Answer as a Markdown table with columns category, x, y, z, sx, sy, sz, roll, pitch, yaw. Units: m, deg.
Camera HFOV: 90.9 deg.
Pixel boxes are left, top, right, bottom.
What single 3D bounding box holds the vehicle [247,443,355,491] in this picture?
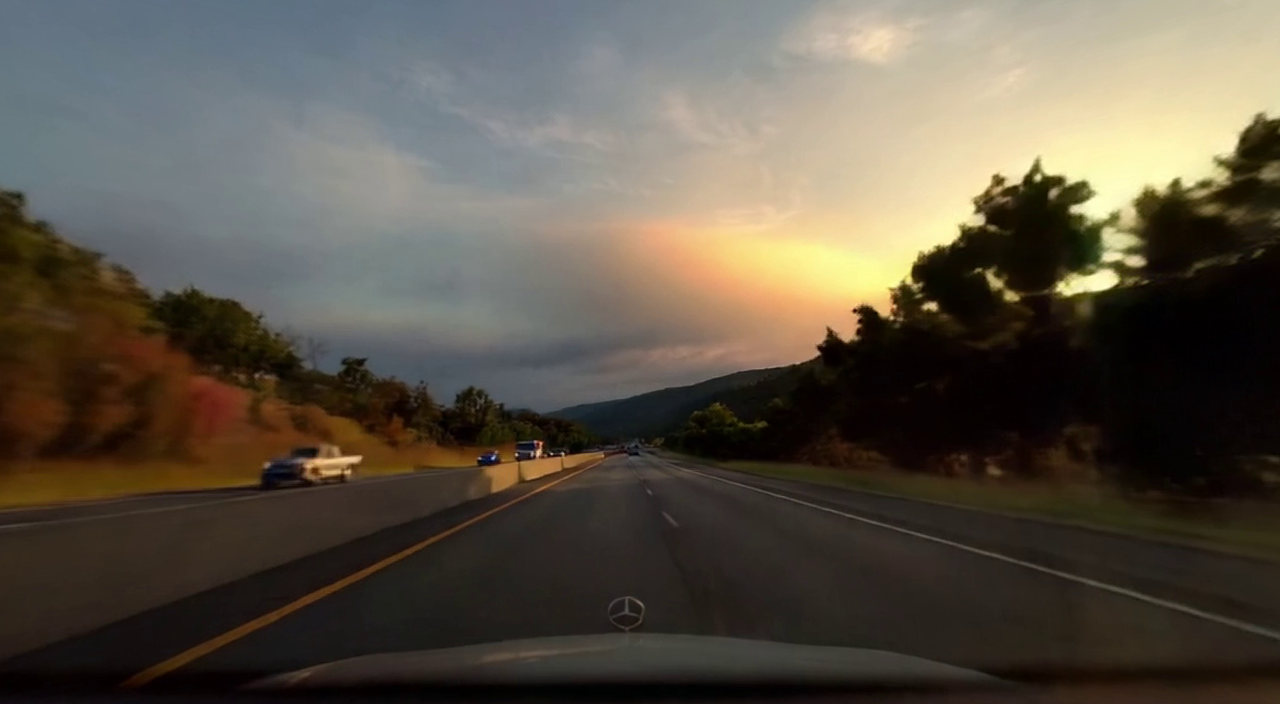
| category | x | y | z | sx | sy | sz | roll | pitch | yaw |
| --- | --- | --- | --- | --- | --- | --- | --- | --- | --- |
| vehicle | -14.859 | 5.047 | 28.032 | 2.081 | 1.911 | 5.017 | 0 | -9 | -1 |
